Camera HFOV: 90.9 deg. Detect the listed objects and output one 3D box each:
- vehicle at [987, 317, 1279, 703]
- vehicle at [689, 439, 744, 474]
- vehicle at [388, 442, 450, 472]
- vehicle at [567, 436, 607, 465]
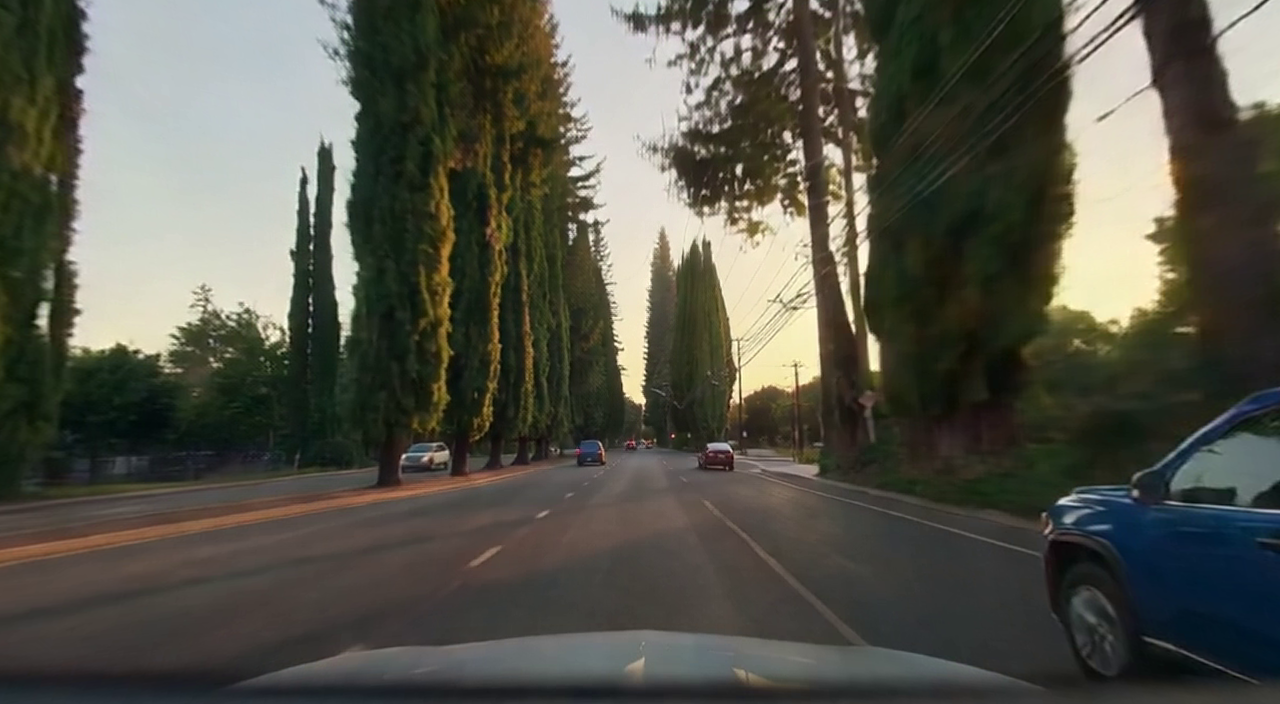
[{"bbox_3d":[3.370,0.702,1.861,2.182,1.744,4.464,0,-8,1],"label":"vehicle"},{"bbox_3d":[3.442,4.768,29.052,1.906,1.468,4.422,0,-8,-1],"label":"vehicle"},{"bbox_3d":[-13.846,6.592,39.835,2.168,1.782,4.746,0,-8,0],"label":"vehicle"},{"bbox_3d":[-3.263,6.202,39.892,2.066,1.725,4.241,0,-8,1],"label":"vehicle"}]
